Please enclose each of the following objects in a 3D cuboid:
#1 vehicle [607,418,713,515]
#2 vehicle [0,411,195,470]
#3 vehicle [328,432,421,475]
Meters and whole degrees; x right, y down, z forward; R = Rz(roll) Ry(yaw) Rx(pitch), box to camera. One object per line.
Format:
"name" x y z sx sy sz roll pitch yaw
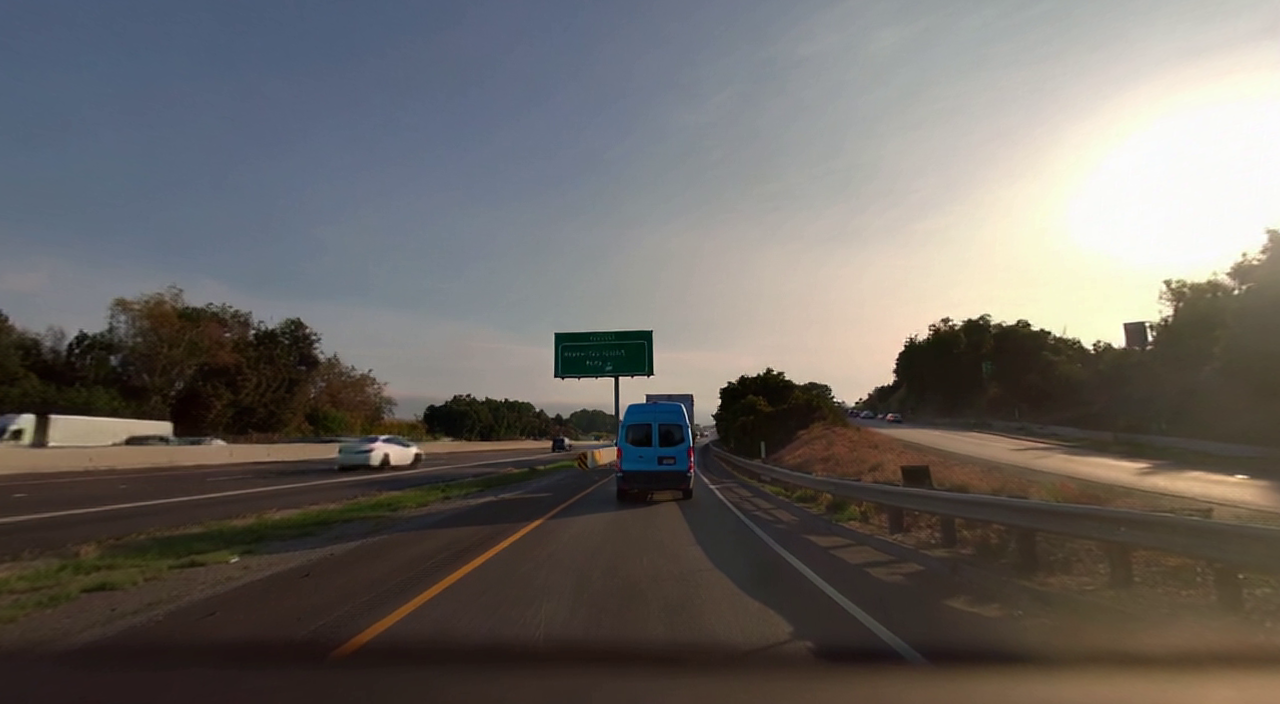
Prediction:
"vehicle" 0.344 2.523 14.436 2.043 1.821 4.558 0 -8 -1
"vehicle" -33.691 5.480 38.938 3.138 3.051 11.898 -1 -8 4
"vehicle" -12.332 4.738 29.693 2.104 1.795 4.737 -1 -8 3
